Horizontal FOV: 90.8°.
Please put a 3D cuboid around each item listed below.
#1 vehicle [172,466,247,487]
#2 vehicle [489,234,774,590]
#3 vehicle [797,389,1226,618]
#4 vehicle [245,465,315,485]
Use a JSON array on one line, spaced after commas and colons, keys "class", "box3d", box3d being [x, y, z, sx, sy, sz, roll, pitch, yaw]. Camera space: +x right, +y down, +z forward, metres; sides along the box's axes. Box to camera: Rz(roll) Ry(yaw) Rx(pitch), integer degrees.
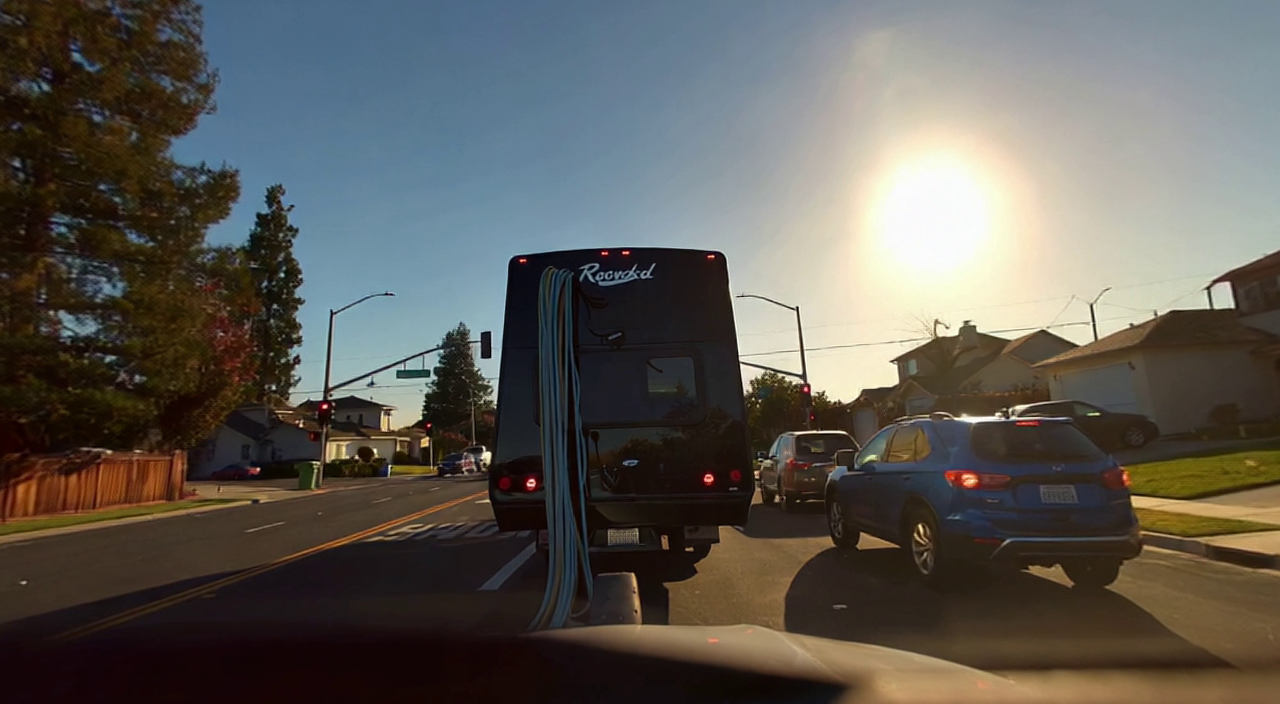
[{"class": "vehicle", "box3d": [-32.628, 9.409, 47.969, 4.311, 1.458, 1.707, 0, -9, -3]}, {"class": "vehicle", "box3d": [-0.087, 1.129, 10.326, 2.709, 3.511, 8.213, 0, -9, 0]}, {"class": "vehicle", "box3d": [3.415, 1.491, 7.131, 2.104, 1.735, 4.408, 0, -9, 0]}, {"class": "vehicle", "box3d": [-27.386, 9.359, 48.151, 4.187, 1.445, 1.809, 0, -9, 0]}]
